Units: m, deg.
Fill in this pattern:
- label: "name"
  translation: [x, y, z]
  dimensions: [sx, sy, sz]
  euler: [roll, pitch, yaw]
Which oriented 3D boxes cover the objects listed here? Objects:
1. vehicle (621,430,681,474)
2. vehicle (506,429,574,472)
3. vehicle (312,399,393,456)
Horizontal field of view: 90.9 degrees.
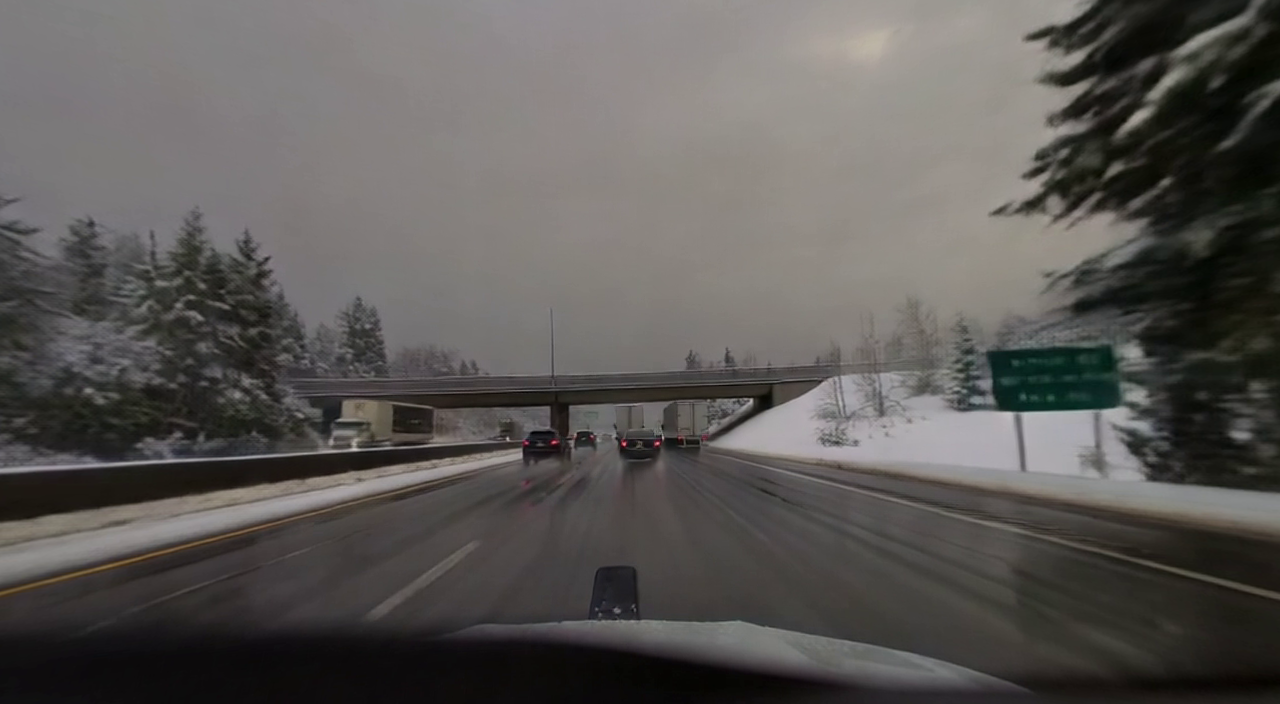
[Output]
- label: "vehicle"
  translation: [0.336, 3.719, 23.706]
  dimensions: [2.059, 1.522, 3.693]
  euler: [0, -8, -1]
- label: "vehicle"
  translation: [-3.870, 3.893, 25.219]
  dimensions: [1.979, 1.527, 4.754]
  euler: [0, -8, -1]
- label: "vehicle"
  translation: [-21.353, 5.720, 47.213]
  dimensions: [3.051, 3.954, 6.368]
  euler: [0, -8, -1]
